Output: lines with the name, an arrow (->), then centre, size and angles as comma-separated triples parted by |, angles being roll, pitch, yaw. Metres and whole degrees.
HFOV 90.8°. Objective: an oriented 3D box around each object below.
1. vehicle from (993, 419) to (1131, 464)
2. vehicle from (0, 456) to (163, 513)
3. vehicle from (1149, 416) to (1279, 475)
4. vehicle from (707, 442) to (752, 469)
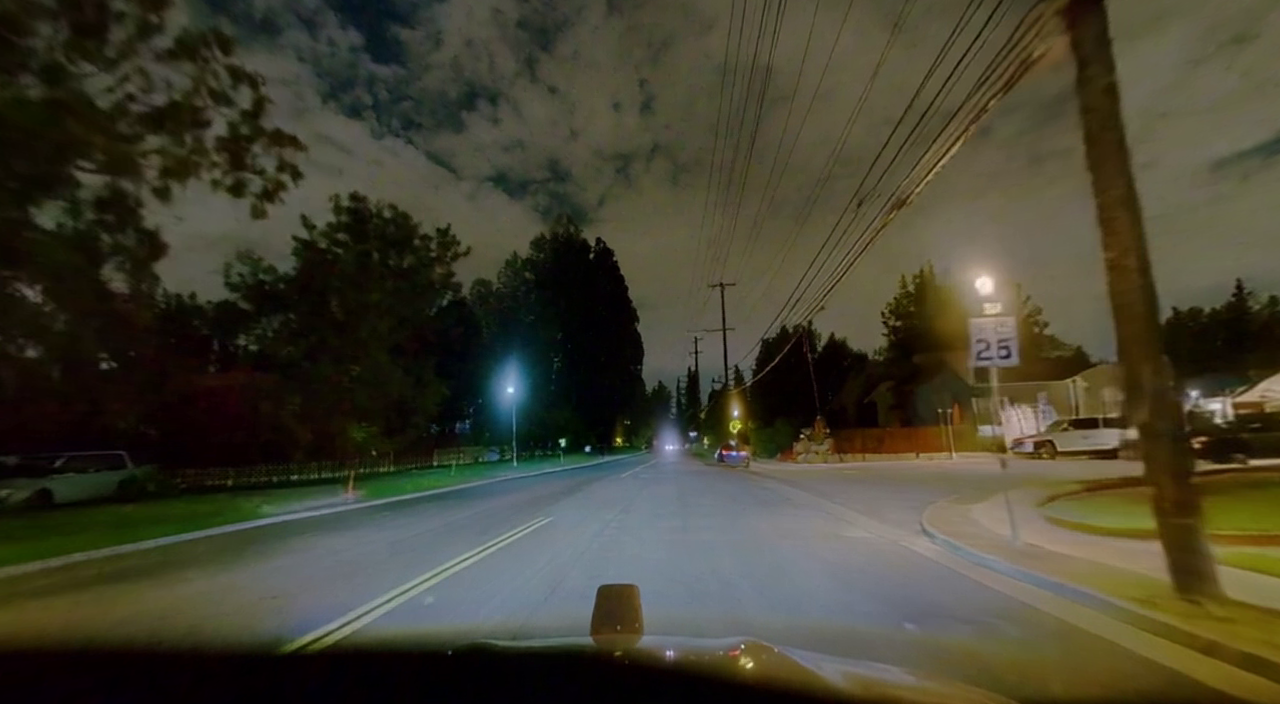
vehicle -> 16.708, 3.568, 25.198 | 4.058, 1.697, 1.943 | 0, -8, 2
vehicle -> -18.086, 4.177, 20.181 | 4.123, 1.603, 1.906 | 4, -9, -24
vehicle -> 16.664, 2.436, 16.561 | 4.727, 1.457, 1.958 | -1, -8, 7
vehicle -> 4.967, 5.780, 35.525 | 1.990, 1.435, 4.526 | 0, -8, 2
